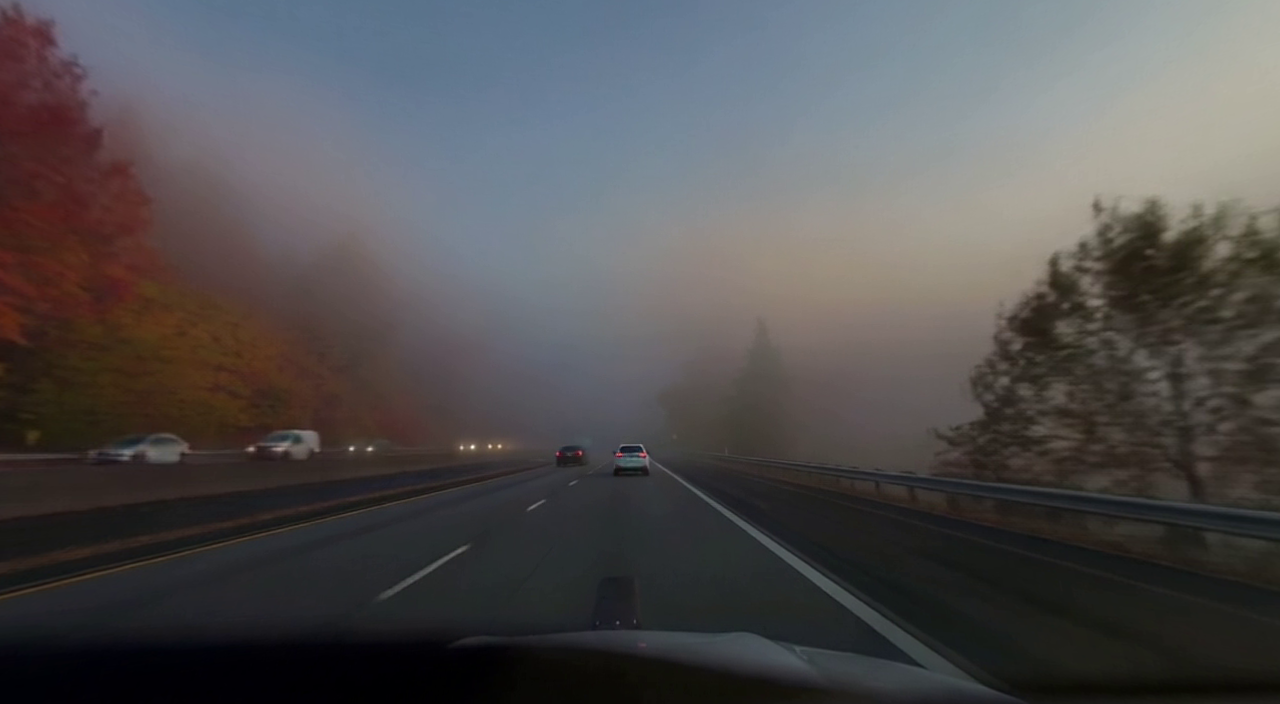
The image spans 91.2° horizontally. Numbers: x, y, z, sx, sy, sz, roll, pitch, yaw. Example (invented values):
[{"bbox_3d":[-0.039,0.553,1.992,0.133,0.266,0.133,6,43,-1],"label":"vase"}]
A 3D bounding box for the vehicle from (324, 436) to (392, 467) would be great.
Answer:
[{"bbox_3d":[-14.543,5.168,32.568,1.800,1.517,4.110,0,-9,-3],"label":"vehicle"}]

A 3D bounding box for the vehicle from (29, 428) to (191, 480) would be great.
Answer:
[{"bbox_3d":[-18.300,3.556,21.975,1.873,1.586,4.367,-1,-9,0],"label":"vehicle"}]

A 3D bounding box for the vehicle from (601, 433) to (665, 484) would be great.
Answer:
[{"bbox_3d":[-0.243,3.844,22.785,2.115,1.661,4.049,0,-9,0],"label":"vehicle"}]

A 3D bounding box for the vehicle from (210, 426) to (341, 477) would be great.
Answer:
[{"bbox_3d":[-13.067,3.621,22.890,1.995,1.636,4.605,-1,-9,0],"label":"vehicle"}]

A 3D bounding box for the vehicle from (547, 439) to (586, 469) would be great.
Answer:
[{"bbox_3d":[-4.560,6.414,39.519,1.974,1.688,4.727,-1,-9,0],"label":"vehicle"}]
